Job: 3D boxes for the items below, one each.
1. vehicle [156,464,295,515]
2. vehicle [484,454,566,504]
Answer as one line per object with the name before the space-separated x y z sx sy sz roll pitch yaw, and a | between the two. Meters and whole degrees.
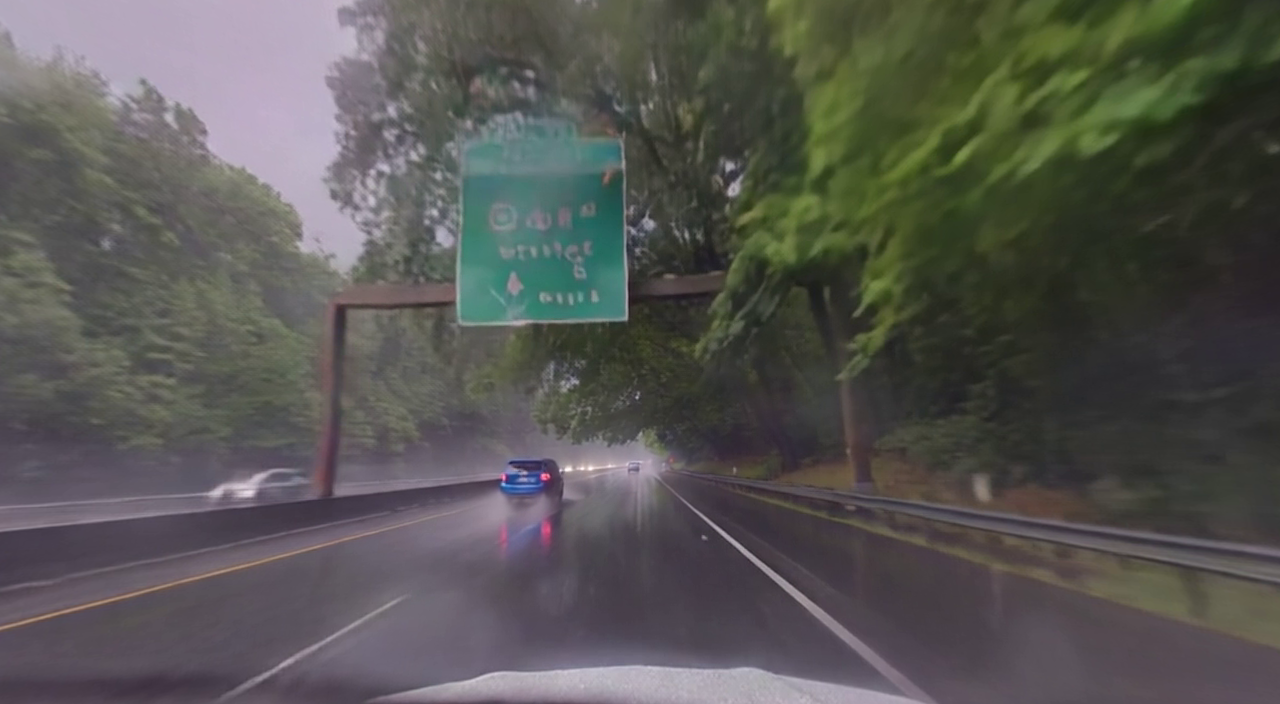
vehicle | -14.081 4.672 21.745 1.943 1.528 4.197 1 -10 -1
vehicle | -3.957 4.507 22.518 2.081 1.586 4.245 0 -10 1
